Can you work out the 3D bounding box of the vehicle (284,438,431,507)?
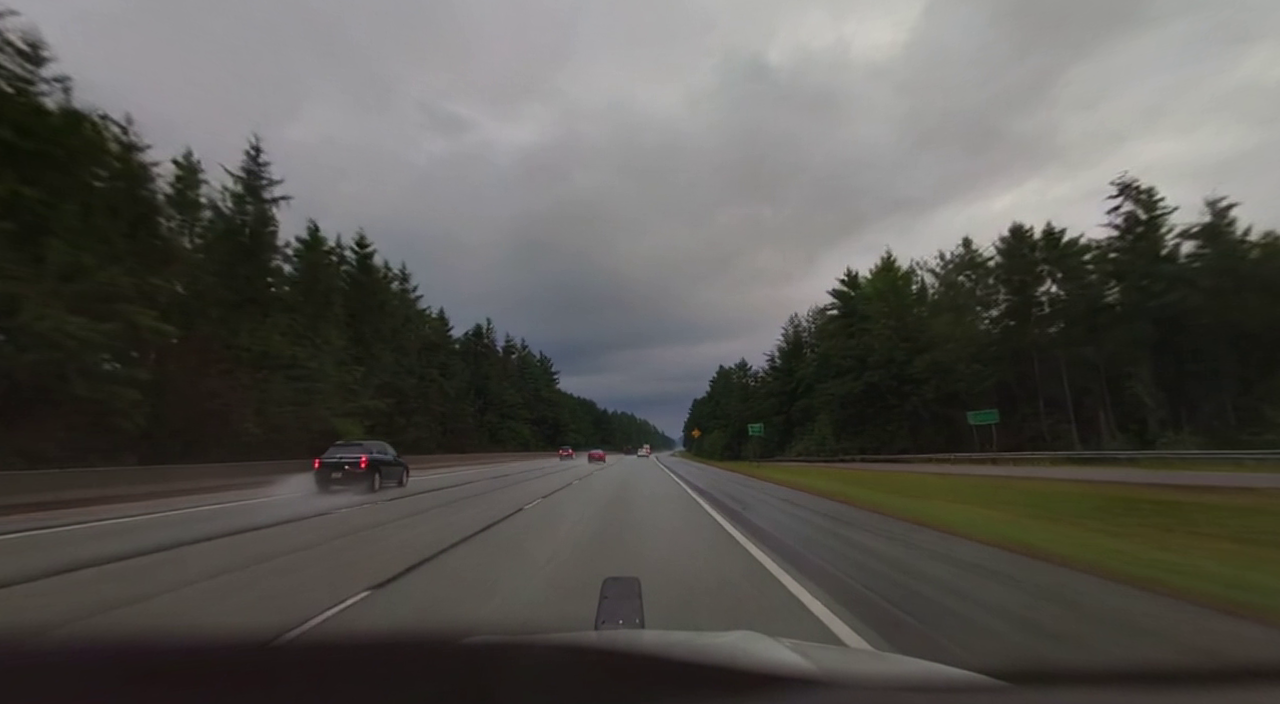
[{"bbox_3d":[-7.385,3.180,17.022,2.007,1.616,4.141,0,-9,1],"label":"vehicle"}]
